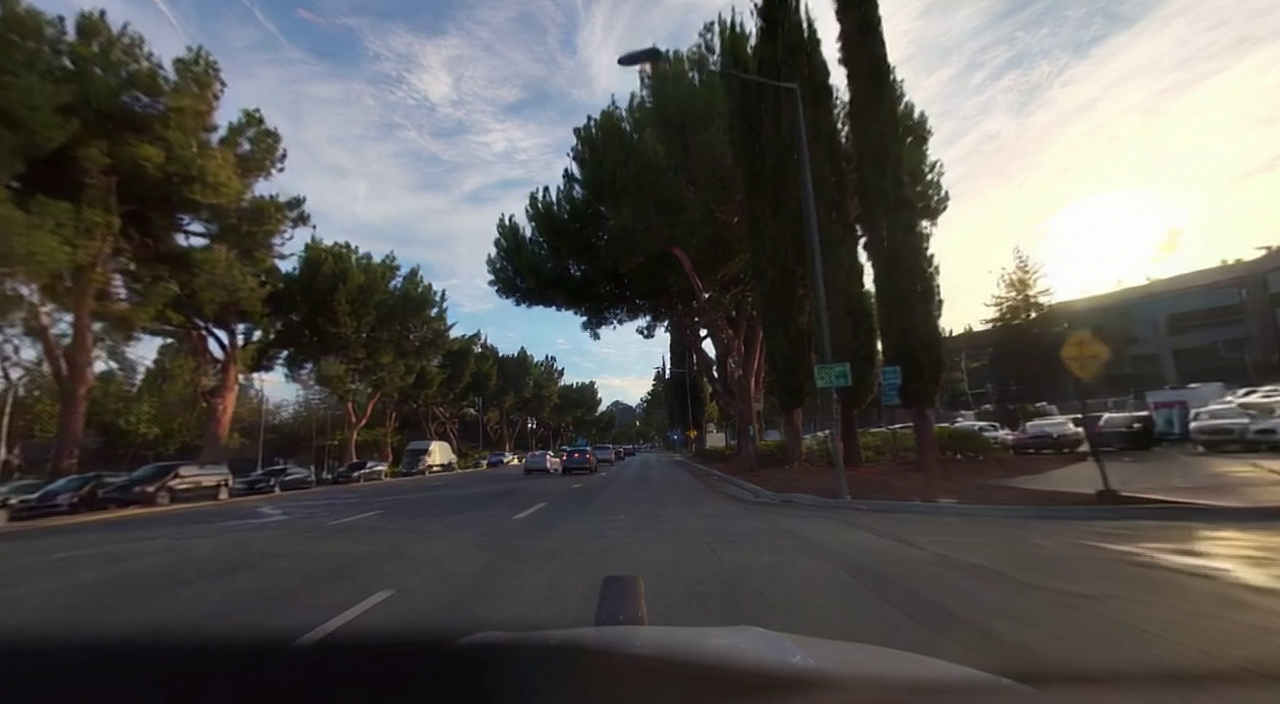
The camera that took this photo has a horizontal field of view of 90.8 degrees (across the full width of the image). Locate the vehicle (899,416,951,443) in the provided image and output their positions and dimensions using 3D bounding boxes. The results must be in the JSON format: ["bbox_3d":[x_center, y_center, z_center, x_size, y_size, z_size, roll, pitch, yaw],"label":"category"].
[{"bbox_3d":[21.406,5.926,47.721,1.950,1.823,4.752,-1,-9,4],"label":"vehicle"}]

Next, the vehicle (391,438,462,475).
[{"bbox_3d":[-16.397,8.062,49.067,2.599,2.675,7.177,-1,-8,4],"label":"vehicle"}]

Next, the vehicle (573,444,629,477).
[{"bbox_3d":[-1.855,5.367,31.517,2.235,1.500,4.420,-1,-8,4],"label":"vehicle"}]

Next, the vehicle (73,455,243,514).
[{"bbox_3d":[-16.422,4.486,21.936,2.073,1.749,4.770,0,-8,1],"label":"vehicle"}]

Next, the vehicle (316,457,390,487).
[{"bbox_3d":[-16.228,6.790,36.028,2.024,1.531,4.580,0,-8,1],"label":"vehicle"}]

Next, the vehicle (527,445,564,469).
[{"bbox_3d":[-7.296,8.106,49.086,2.054,1.744,4.422,0,-8,2],"label":"vehicle"}]

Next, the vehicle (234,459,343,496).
[{"bbox_3d":[-16.376,5.847,29.807,2.162,1.480,5.017,0,-8,1],"label":"vehicle"}]

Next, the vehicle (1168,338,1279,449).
[{"bbox_3d":[14.063,0.882,12.404,5.161,1.993,2.293,-1,-8,3],"label":"vehicle"}]

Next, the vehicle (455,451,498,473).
[{"bbox_3d":[-12.348,8.318,48.049,2.013,1.498,4.474,0,-8,0],"label":"vehicle"}]

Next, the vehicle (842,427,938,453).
[{"bbox_3d":[14.493,5.145,36.841,4.739,1.424,1.936,0,-8,1],"label":"vehicle"}]
